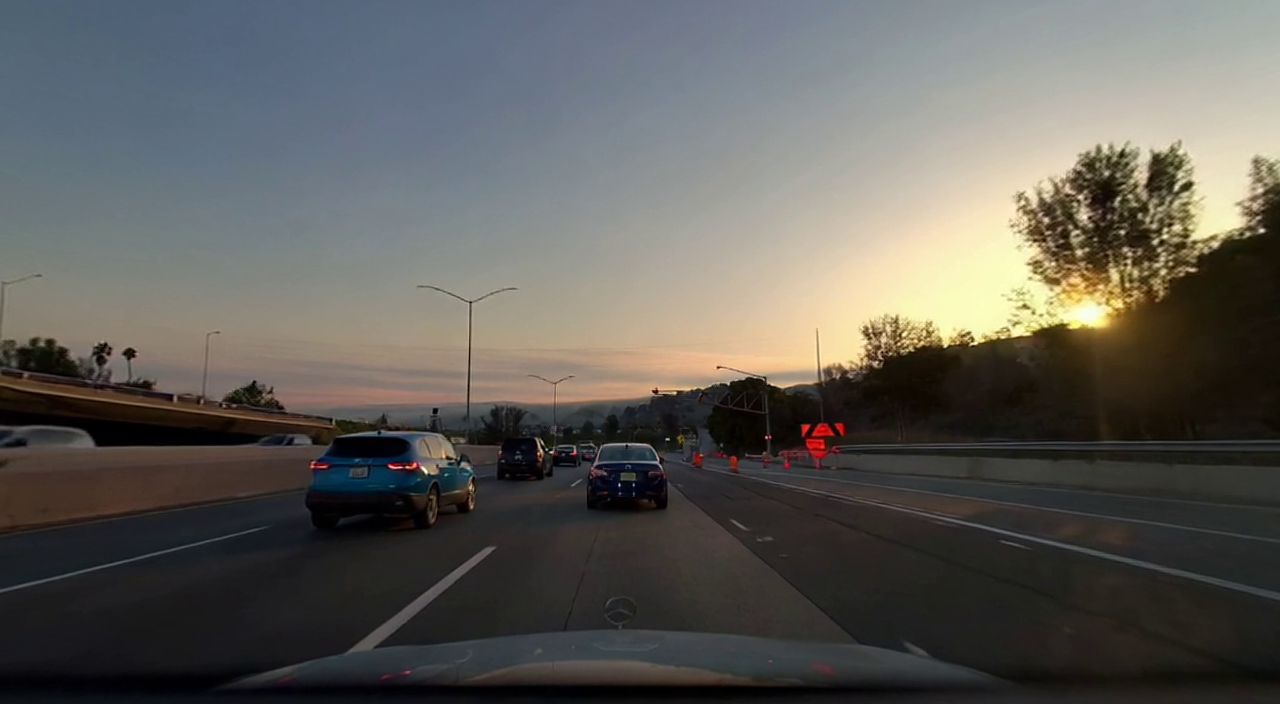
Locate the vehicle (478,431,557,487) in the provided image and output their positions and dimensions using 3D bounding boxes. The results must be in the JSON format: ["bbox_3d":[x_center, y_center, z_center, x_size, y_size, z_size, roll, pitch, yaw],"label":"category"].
[{"bbox_3d":[-4.126,3.680,22.009,1.982,1.727,4.057,0,-9,-1],"label":"vehicle"}]

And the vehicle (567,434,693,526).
[{"bbox_3d":[-0.223,2.392,12.389,2.069,1.484,3.982,0,-9,-2],"label":"vehicle"}]

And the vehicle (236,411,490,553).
[{"bbox_3d":[-3.854,1.879,9.764,2.025,1.708,4.089,0,-9,0],"label":"vehicle"}]
